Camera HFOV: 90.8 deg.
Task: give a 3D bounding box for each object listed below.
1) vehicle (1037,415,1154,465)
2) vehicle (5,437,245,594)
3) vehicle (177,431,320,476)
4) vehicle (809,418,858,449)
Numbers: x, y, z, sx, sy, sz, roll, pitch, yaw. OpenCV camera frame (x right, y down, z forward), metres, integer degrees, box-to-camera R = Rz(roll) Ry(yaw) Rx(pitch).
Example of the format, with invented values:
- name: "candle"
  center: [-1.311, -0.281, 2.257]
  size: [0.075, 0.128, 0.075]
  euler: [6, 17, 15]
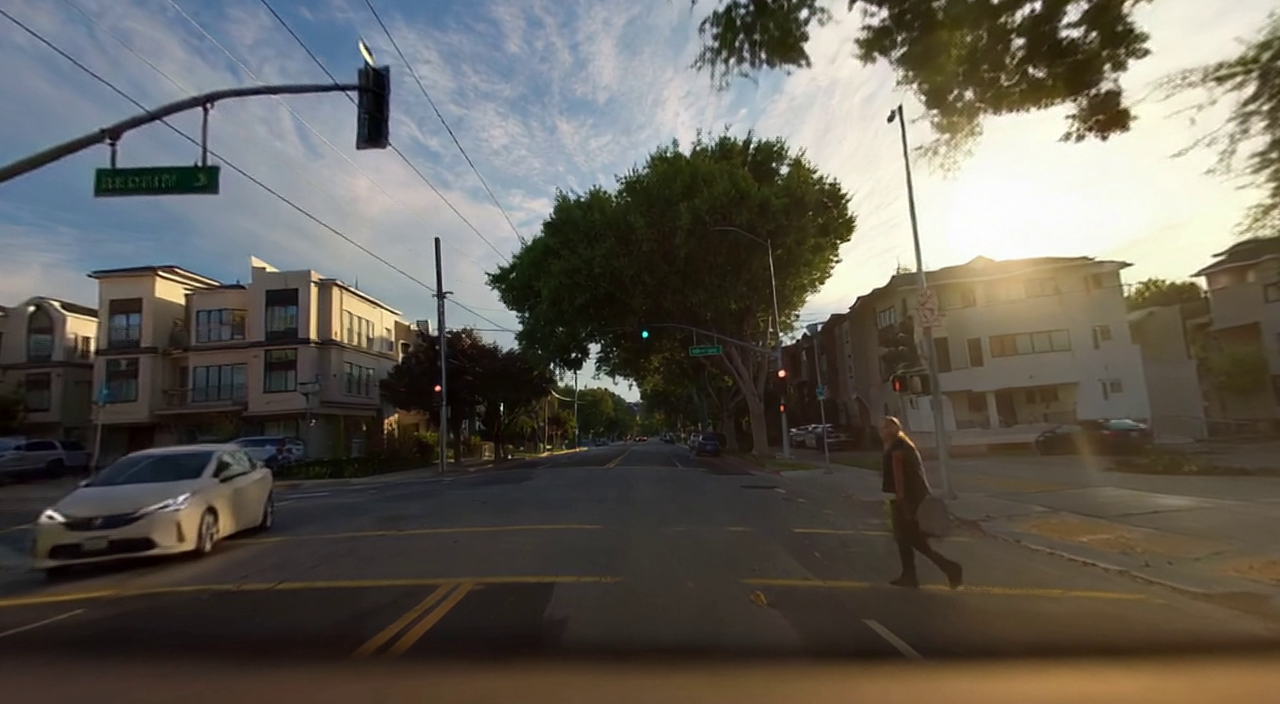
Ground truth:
- name: "vehicle"
  center: [17.121, 3.369, 24.051]
  size: [2.013, 1.722, 4.007]
  euler: [-2, -9, 11]
- name: "vehicle"
  center: [-6.492, 2.000, 8.485]
  size: [1.945, 1.424, 4.135]
  euler: [2, -10, -32]
- name: "vehicle"
  center: [-19.063, 4.944, 30.989]
  size: [5.468, 1.854, 2.283]
  euler: [-2, -8, -4]
- name: "vehicle"
  center: [11.487, 4.933, 37.782]
  size: [1.950, 1.714, 4.245]
  euler: [-1, -8, 5]
